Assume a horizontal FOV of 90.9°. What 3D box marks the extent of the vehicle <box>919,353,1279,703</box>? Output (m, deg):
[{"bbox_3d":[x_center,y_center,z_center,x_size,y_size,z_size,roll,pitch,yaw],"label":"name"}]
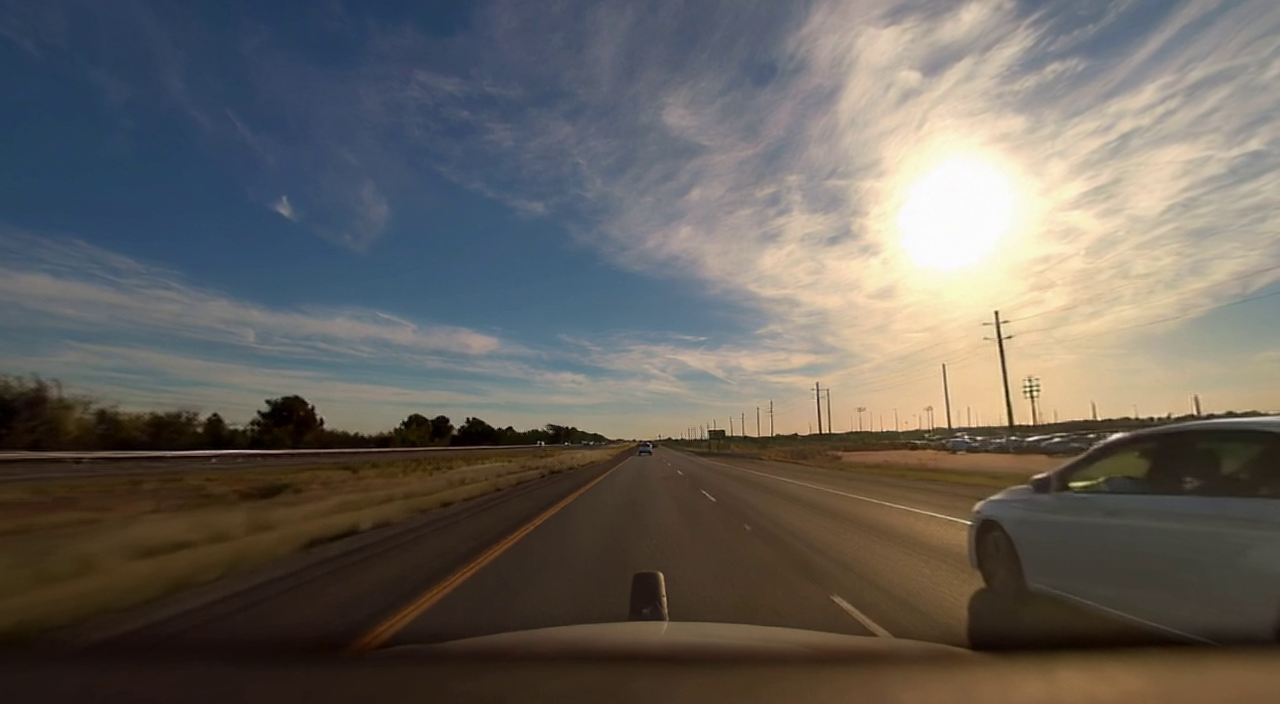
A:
[{"bbox_3d":[3.552,0.959,3.302,2.044,1.658,4.640,0,-8,0],"label":"vehicle"}]
